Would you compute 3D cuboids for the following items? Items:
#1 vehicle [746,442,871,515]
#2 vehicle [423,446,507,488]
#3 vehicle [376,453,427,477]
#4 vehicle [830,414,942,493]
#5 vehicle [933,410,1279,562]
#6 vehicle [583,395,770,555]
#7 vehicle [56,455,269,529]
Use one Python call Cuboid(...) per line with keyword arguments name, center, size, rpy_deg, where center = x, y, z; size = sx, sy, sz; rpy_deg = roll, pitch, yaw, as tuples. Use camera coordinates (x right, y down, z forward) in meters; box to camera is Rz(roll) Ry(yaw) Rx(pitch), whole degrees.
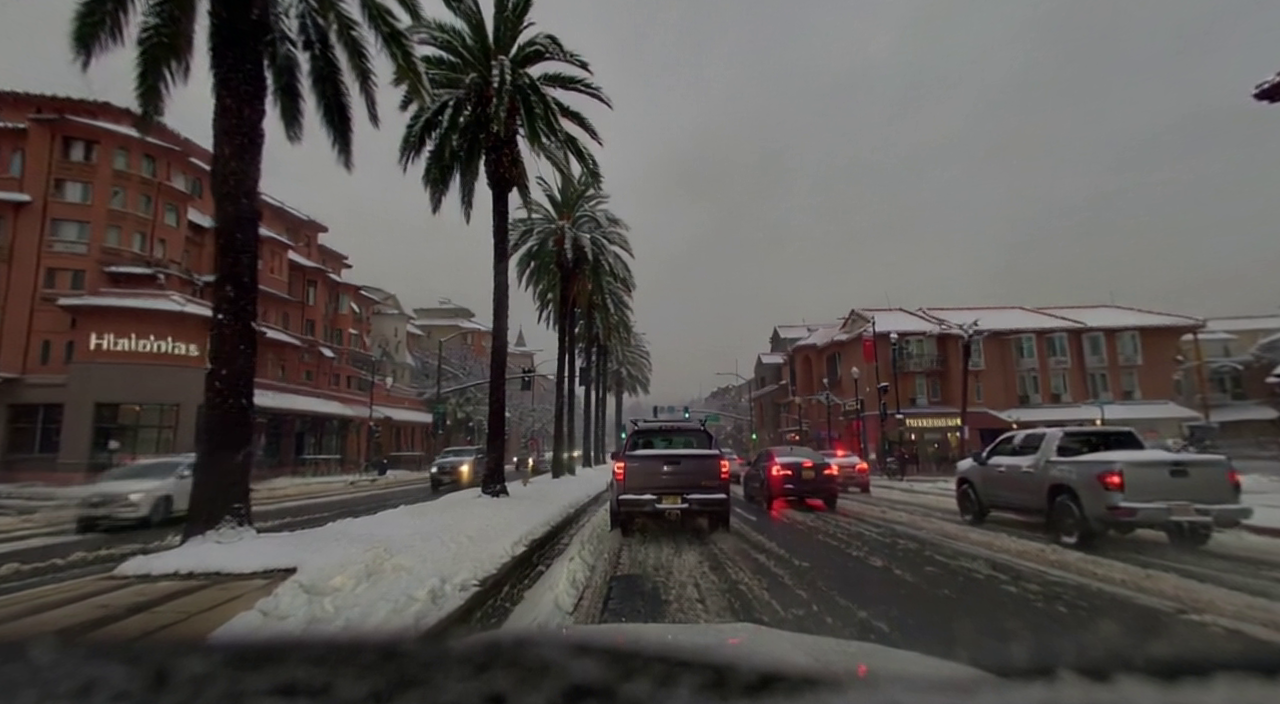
Cuboid(name="vehicle", center=(4.114, 3.136, 16.182), size=(2.072, 1.595, 4.124), rpy_deg=(0, -9, 0))
Cuboid(name="vehicle", center=(-7.884, 5.225, 28.995), size=(2.268, 1.733, 4.821), rpy_deg=(-1, -9, 2))
Cuboid(name="vehicle", center=(-18.095, 8.537, 48.021), size=(1.972, 1.694, 4.466), rpy_deg=(0, -9, 2))
Cuboid(name="vehicle", center=(10.812, 4.370, 28.360), size=(2.663, 3.061, 5.602), rpy_deg=(-2, -5, 0))
Cuboid(name="vehicle", center=(7.497, 2.154, 10.967), size=(2.215, 1.973, 5.323), rpy_deg=(0, -9, 0))
Cuboid(name="vehicle", center=(0.549, 2.059, 11.235), size=(2.487, 2.115, 5.444), rpy_deg=(0, -9, 1))
Cuboid(name="vehicle", center=(-11.585, 3.372, 15.756), size=(2.031, 1.534, 4.079), rpy_deg=(0, -9, 1))
